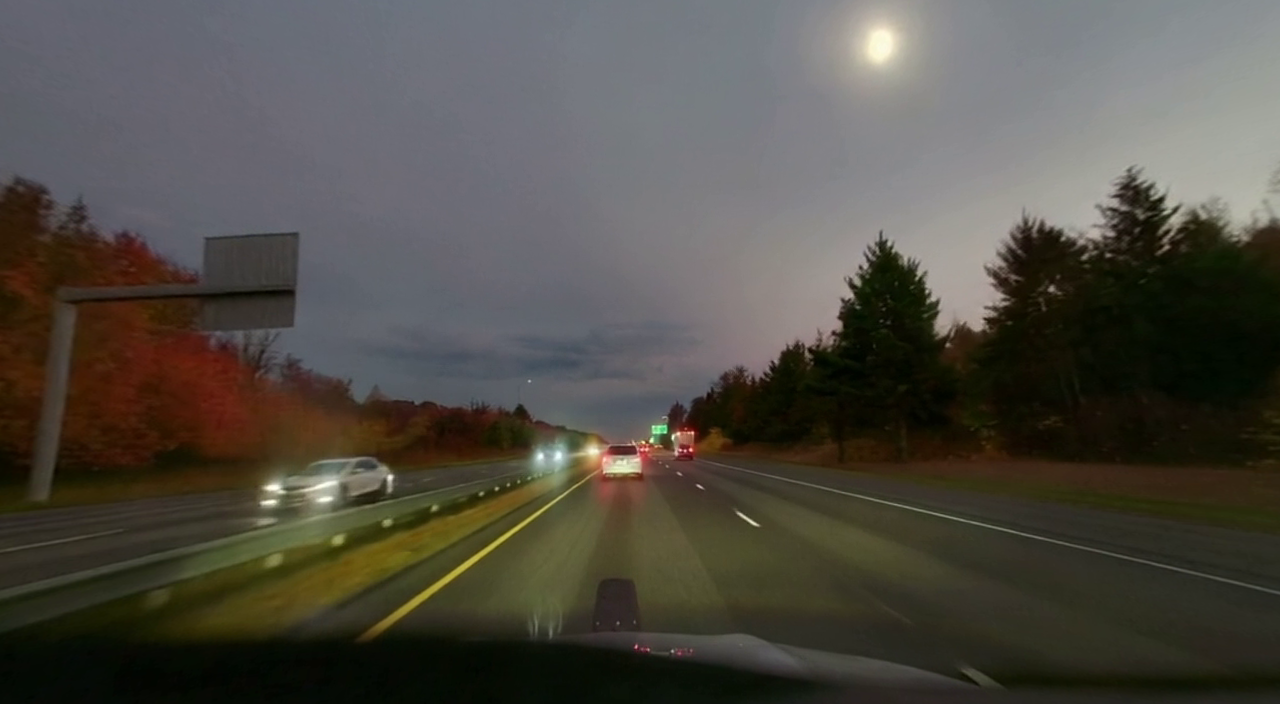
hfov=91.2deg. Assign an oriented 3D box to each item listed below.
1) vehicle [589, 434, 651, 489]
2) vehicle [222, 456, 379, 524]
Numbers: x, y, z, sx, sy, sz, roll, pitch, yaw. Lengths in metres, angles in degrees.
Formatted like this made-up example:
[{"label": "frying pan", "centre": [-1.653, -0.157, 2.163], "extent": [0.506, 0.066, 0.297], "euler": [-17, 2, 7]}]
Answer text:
[{"label": "vehicle", "centre": [-0.631, 3.760, 21.822], "extent": [1.937, 1.699, 3.936], "euler": [0, -9, 0]}, {"label": "vehicle", "centre": [-9.012, 3.651, 17.119], "extent": [1.920, 1.524, 4.179], "euler": [0, -9, 0]}]
